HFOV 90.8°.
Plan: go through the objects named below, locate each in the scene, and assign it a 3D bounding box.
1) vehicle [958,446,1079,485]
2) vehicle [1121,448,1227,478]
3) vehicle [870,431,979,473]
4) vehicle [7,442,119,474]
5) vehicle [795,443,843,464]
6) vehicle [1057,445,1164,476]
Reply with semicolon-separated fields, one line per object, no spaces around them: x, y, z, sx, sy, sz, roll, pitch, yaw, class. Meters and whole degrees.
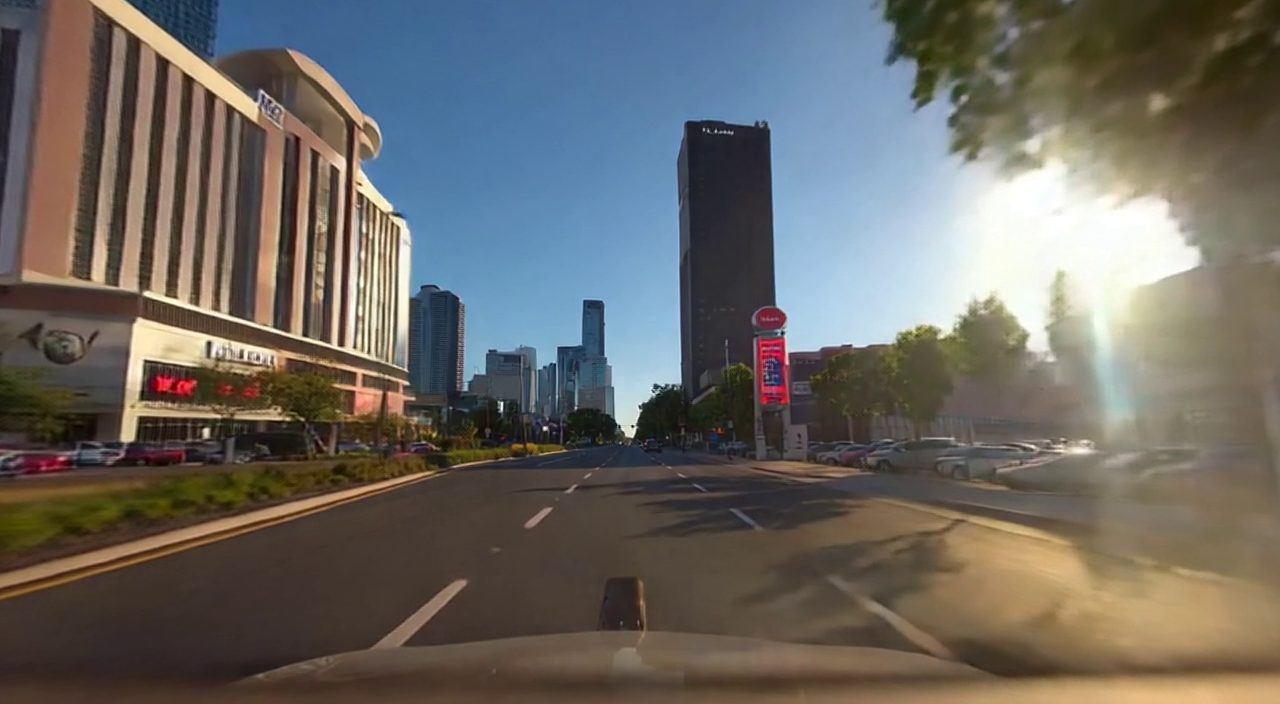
15.722;4.712;26.618;1.936;1.464;4.867;1;-8;-2;vehicle
28.181;5.845;33.501;1.852;1.456;3.831;2;-9;-11;vehicle
14.755;5.244;33.271;2.189;1.951;5.828;0;-9;-10;vehicle
-30.575;5.619;33.570;4.104;1.576;1.852;0;-8;1;vehicle
12.806;7.274;45.515;1.865;1.434;4.373;1;-8;-5;vehicle
24.673;5.673;33.352;1.950;1.473;4.126;2;-9;-14;vehicle
